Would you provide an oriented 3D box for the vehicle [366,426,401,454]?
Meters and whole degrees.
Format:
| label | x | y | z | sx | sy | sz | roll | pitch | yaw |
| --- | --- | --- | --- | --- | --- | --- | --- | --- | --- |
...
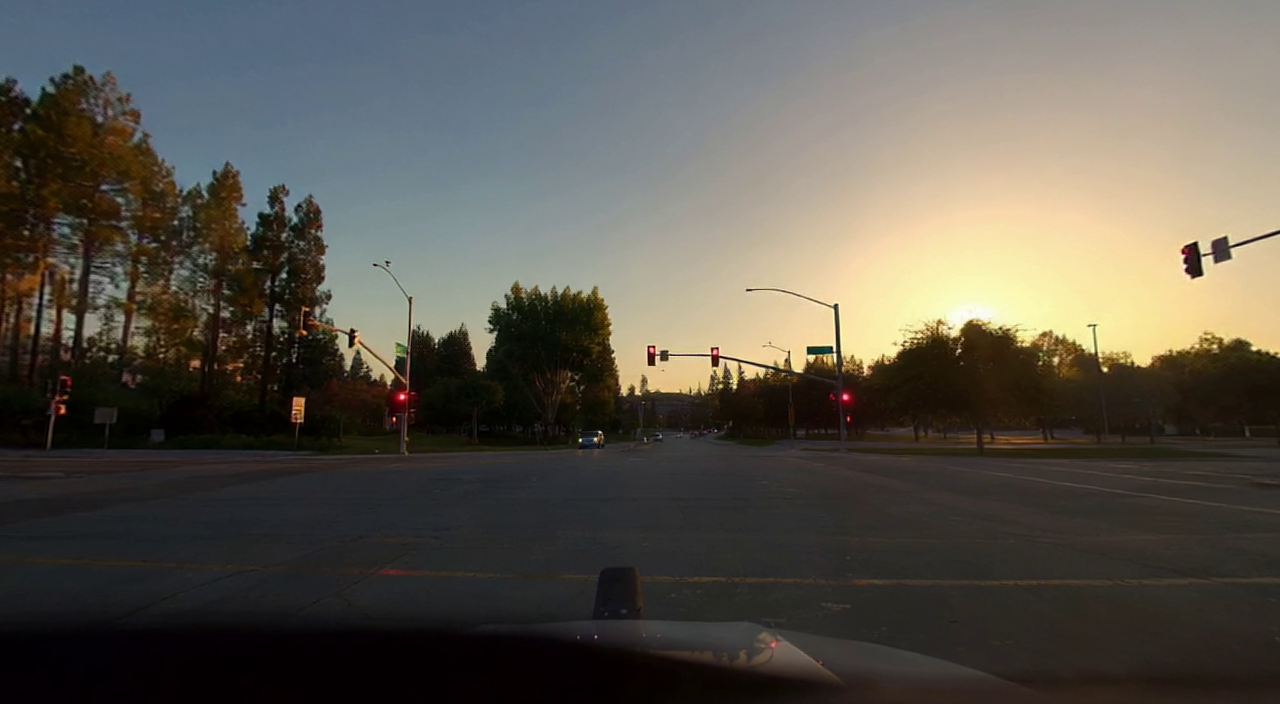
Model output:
| label | x | y | z | sx | sy | sz | roll | pitch | yaw |
| --- | --- | --- | --- | --- | --- | --- | --- | --- | --- |
| vehicle | -20.004 | 6.851 | 48.878 | 1.873 | 2.079 | 2.879 | 5 | -10 | -33 |
